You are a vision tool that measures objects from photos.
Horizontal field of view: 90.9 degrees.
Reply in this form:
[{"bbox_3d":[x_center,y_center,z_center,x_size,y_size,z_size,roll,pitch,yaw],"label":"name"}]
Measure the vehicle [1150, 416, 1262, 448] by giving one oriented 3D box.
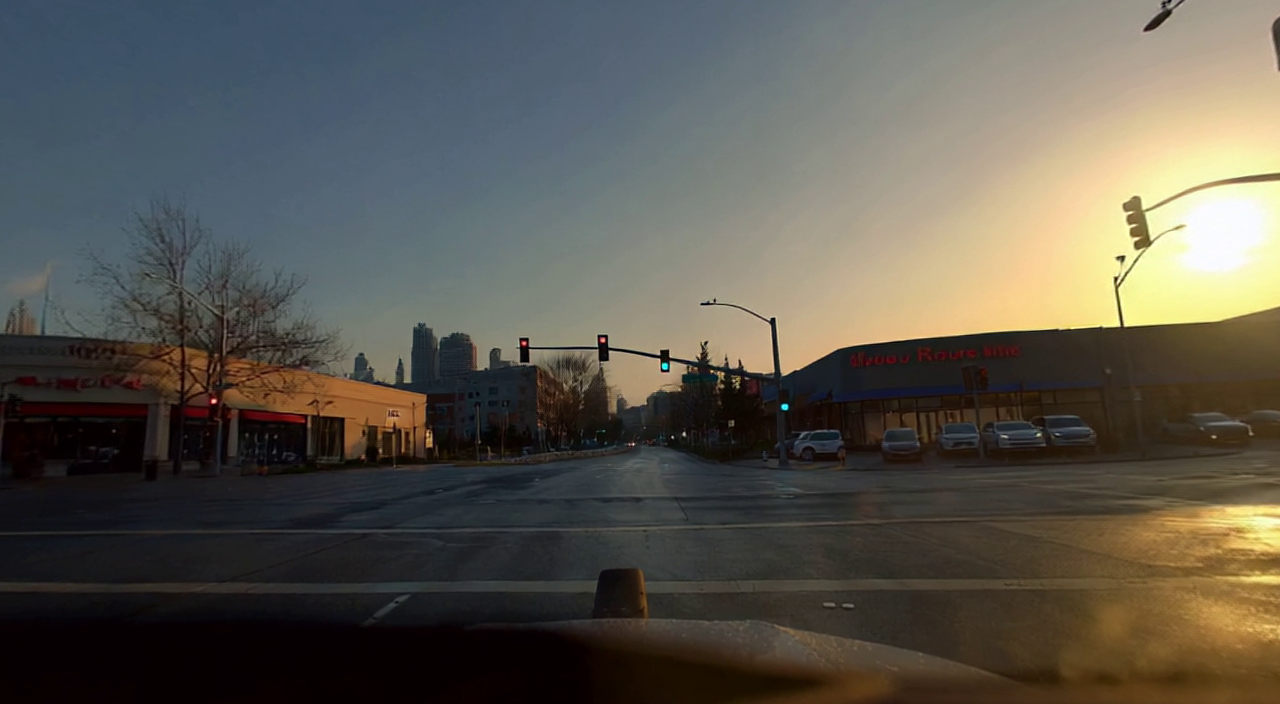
[{"bbox_3d":[28.274,4.073,31.712,1.799,1.459,4.266,0,-8,3],"label":"vehicle"}]
